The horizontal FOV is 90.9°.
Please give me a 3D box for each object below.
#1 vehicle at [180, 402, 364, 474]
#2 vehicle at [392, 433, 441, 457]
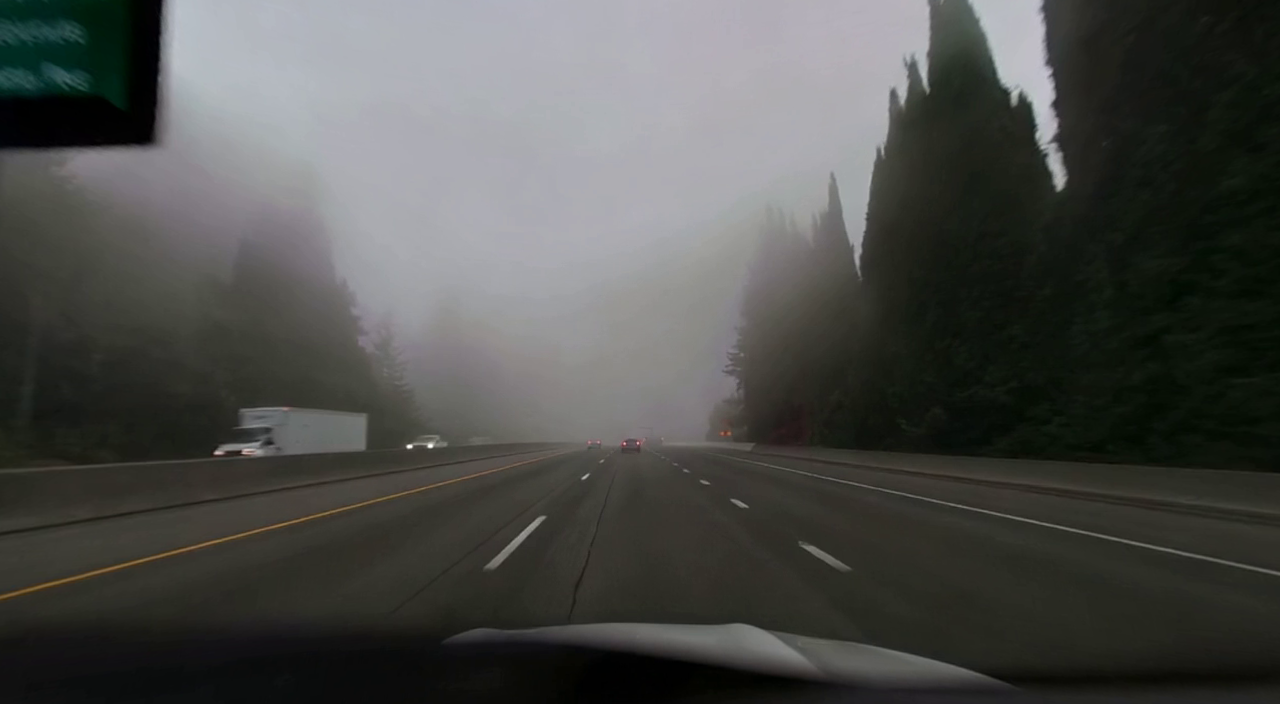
[{"bbox_3d":[-20.803,5.085,37.363,2.943,3.449,13.459,0,-8,-1],"label":"vehicle"},{"bbox_3d":[-17.244,7.180,48.857,2.071,1.799,4.655,0,-8,0],"label":"vehicle"}]
